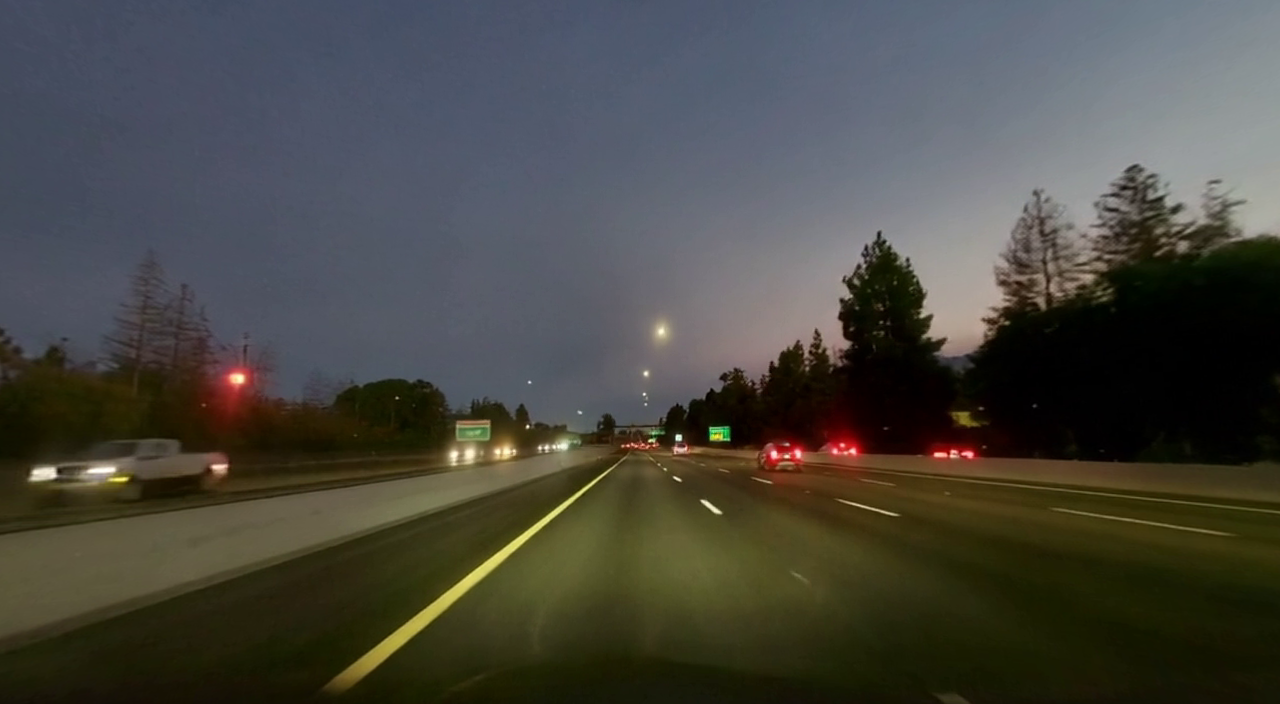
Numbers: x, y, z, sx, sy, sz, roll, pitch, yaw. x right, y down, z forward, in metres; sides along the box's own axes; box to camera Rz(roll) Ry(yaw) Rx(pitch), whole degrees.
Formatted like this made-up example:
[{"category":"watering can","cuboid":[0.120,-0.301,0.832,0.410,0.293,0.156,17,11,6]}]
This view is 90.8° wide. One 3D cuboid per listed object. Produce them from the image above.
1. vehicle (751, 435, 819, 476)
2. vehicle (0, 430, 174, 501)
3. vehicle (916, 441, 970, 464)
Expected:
[{"category":"vehicle","cuboid":[6.552,4.732,29.112,2.030,1.706,4.279,0,-9,-1]},{"category":"vehicle","cuboid":[-14.821,2.824,16.142,2.000,1.529,5.012,0,-9,0]},{"category":"vehicle","cuboid":[21.930,7.272,45.892,1.826,1.530,4.462,0,-9,1]}]
